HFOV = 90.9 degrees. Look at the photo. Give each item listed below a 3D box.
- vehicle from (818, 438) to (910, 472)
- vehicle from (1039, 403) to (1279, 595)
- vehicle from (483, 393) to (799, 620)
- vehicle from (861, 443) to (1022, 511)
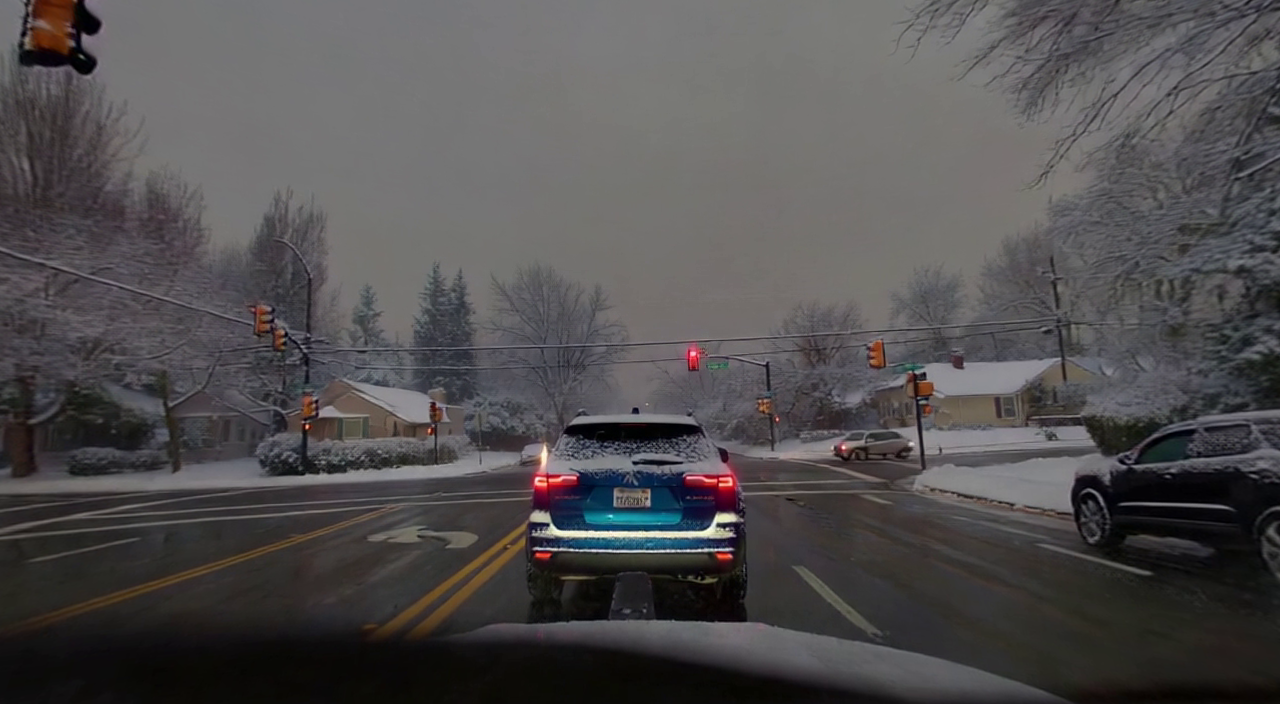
[{"bbox_3d":[11.177,5.069,31.306,4.755,1.527,2.077,7,-11,-40],"label":"vehicle"},{"bbox_3d":[7.016,1.546,7.049,1.989,1.791,4.735,0,-8,0],"label":"vehicle"},{"bbox_3d":[0.035,1.461,6.904,2.322,1.667,4.367,0,-8,1],"label":"vehicle"},{"bbox_3d":[7.277,3.011,15.818,1.860,1.436,4.479,0,-8,0],"label":"vehicle"}]
